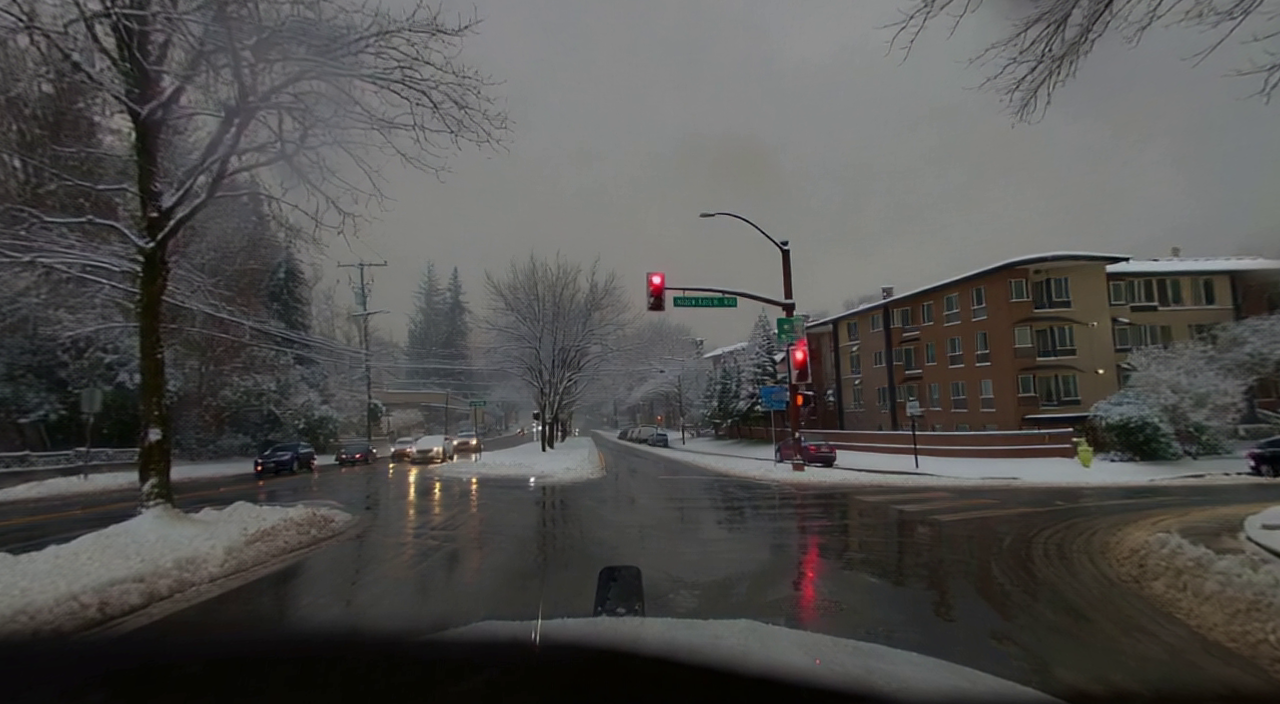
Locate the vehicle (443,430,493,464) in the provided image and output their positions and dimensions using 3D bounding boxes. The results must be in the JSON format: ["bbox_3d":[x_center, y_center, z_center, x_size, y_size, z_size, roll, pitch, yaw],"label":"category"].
[{"bbox_3d":[-9.768,5.456,36.188,1.910,1.818,4.057,0,-9,-3],"label":"vehicle"}]

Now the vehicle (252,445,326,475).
[{"bbox_3d":[-21.049,6.471,38.107,1.981,1.628,4.336,0,-9,-1],"label":"vehicle"}]

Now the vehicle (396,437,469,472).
[{"bbox_3d":[-9.660,4.802,29.799,2.116,1.521,4.294,0,-9,-2],"label":"vehicle"}]
